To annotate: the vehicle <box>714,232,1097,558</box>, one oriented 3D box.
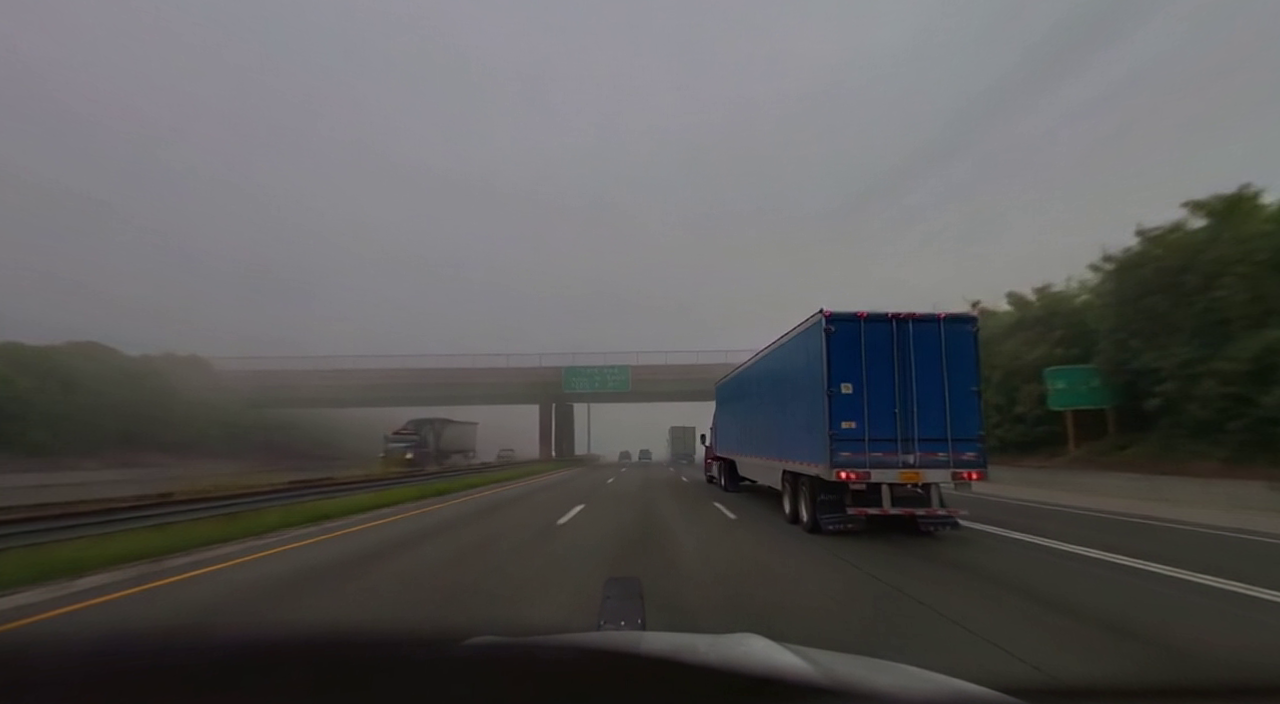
[{"bbox_3d":[4.030,1.554,14.847,2.825,4.054,14.210,0,-9,0],"label":"vehicle"}]
